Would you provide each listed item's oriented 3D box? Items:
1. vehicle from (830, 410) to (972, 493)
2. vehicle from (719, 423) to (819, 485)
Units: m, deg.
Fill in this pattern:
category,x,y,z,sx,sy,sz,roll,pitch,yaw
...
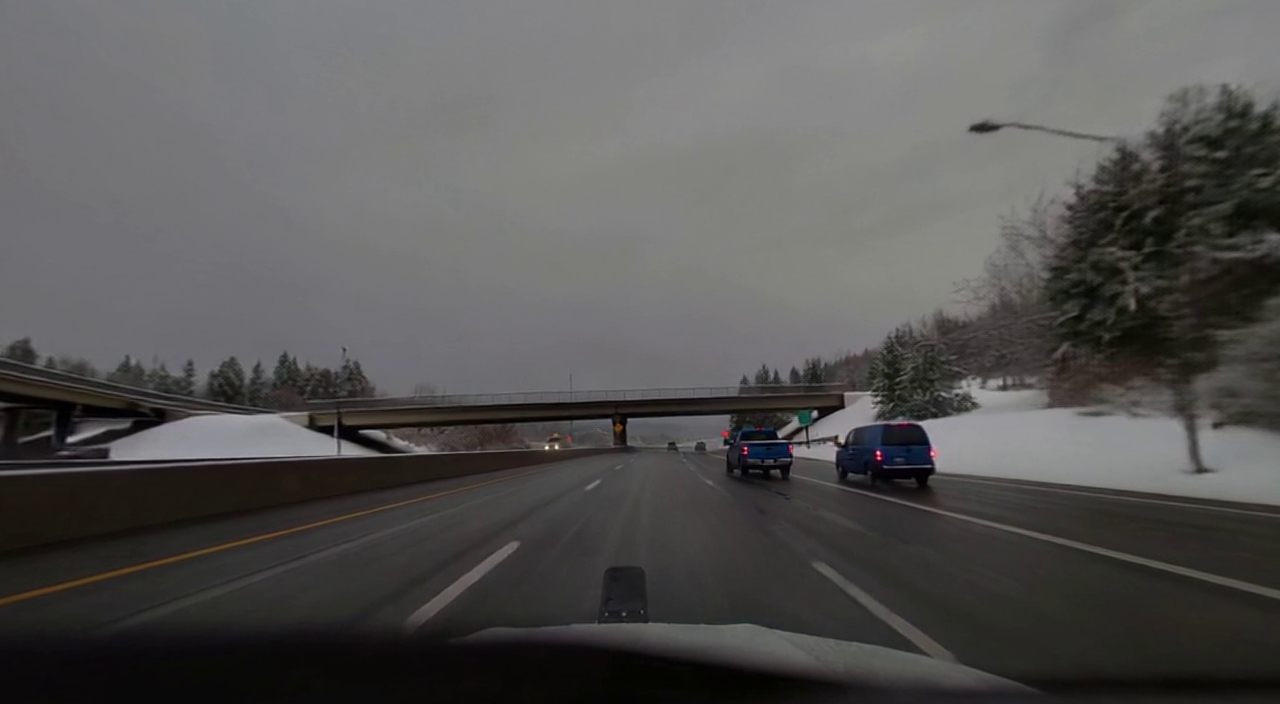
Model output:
category,x,y,z,sx,sy,sz,roll,pitch,yaw
vehicle,8.140,3.185,20.445,2.229,2.317,5.399,0,-9,0
vehicle,4.585,3.752,23.542,2.505,2.020,5.532,0,-8,0
